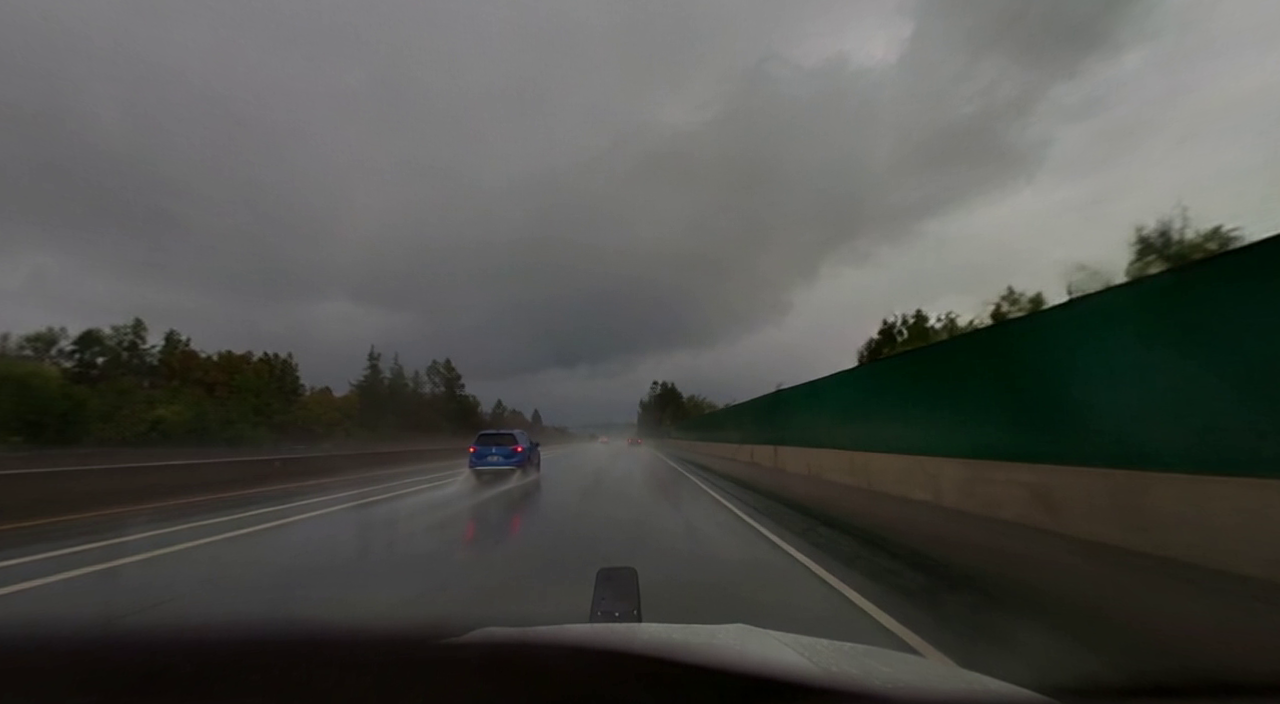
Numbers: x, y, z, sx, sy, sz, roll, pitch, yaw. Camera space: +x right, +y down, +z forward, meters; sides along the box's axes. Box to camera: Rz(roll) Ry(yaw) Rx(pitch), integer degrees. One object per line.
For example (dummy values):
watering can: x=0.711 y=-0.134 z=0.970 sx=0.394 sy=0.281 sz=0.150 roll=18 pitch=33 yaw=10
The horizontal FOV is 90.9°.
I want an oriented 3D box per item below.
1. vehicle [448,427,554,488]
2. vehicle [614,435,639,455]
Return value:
vehicle: x=-3.909 y=3.037 z=18.656 sx=2.072 sy=1.545 sz=4.767 roll=0 pitch=-8 yaw=0
vehicle: x=-0.980 y=6.844 z=46.524 sx=1.836 sy=1.450 sz=3.519 roll=0 pitch=-8 yaw=-1
